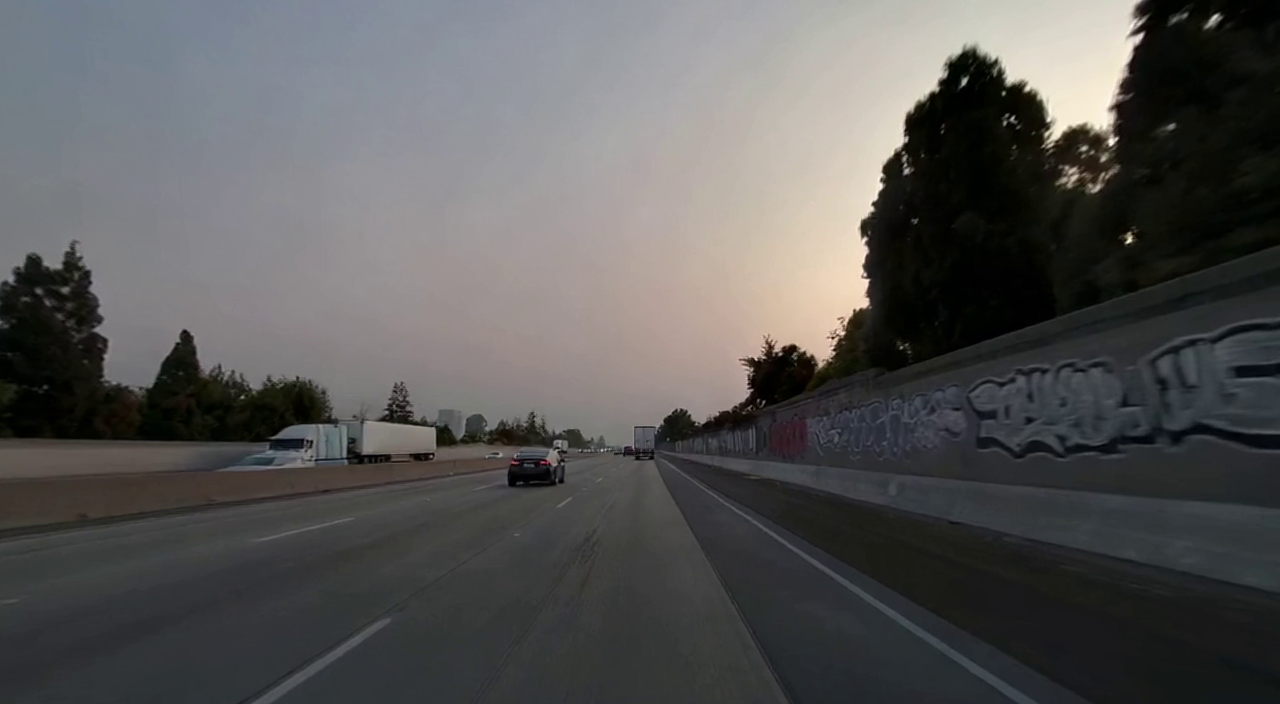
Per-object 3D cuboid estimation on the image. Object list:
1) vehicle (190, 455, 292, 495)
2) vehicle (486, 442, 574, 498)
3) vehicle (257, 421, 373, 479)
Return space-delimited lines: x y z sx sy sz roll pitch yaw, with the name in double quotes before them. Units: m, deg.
"vehicle" -14.567 4.499 23.211 1.654 1.325 3.111 0 -9 1
"vehicle" -3.192 3.520 19.190 1.803 1.466 4.509 0 -9 1
"vehicle" -22.303 6.853 44.036 3.241 3.624 8.590 0 -9 1
